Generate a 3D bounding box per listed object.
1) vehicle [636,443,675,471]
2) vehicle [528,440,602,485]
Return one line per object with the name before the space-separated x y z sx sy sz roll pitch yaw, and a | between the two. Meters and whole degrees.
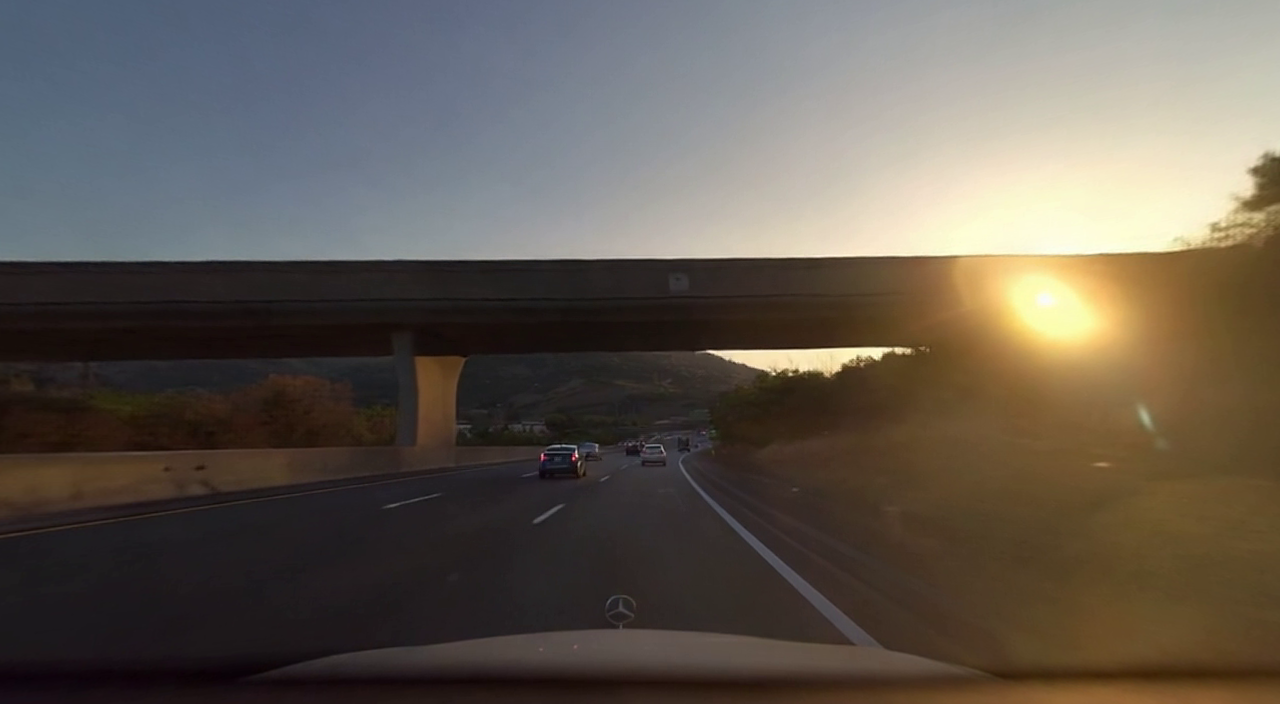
vehicle | 0.911 6.086 36.610 2.129 1.502 4.321 0 -9 2
vehicle | -2.780 4.247 24.406 2.129 1.563 4.387 -1 -9 3
